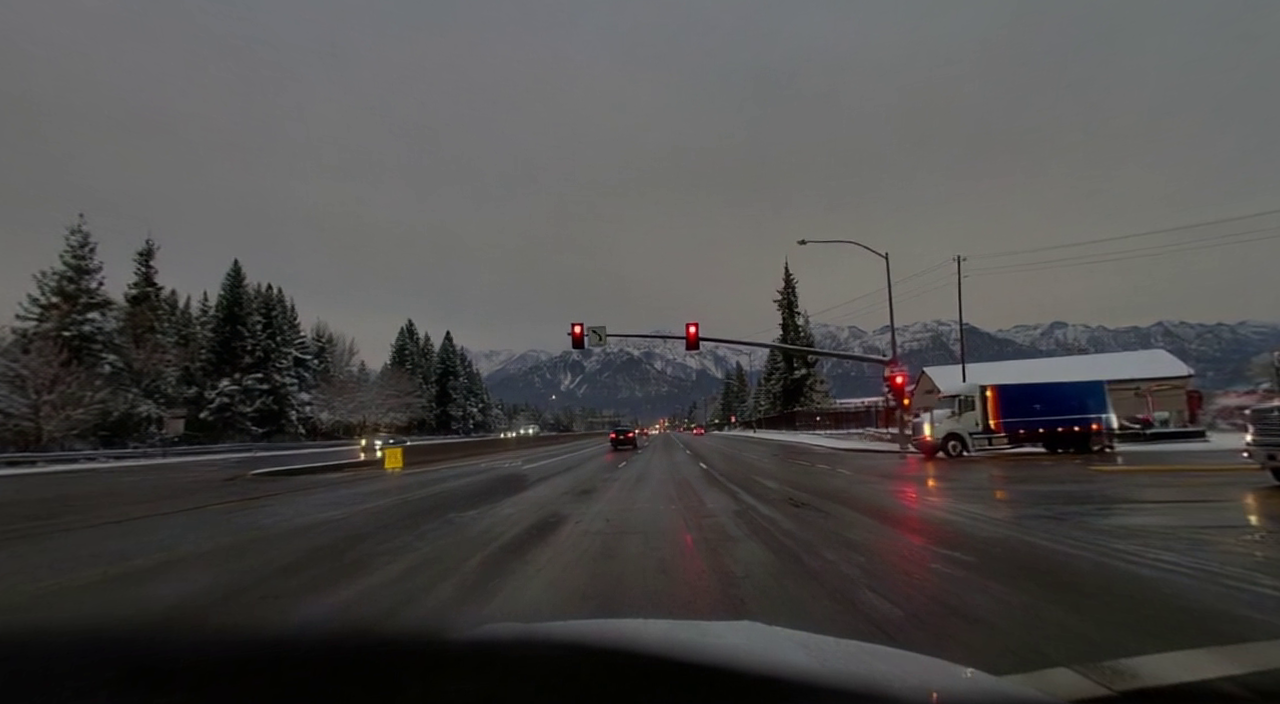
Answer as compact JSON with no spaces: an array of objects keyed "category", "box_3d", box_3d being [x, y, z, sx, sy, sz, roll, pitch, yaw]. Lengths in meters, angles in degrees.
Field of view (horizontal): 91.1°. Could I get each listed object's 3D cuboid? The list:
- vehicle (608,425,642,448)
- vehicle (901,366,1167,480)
[{"category":"vehicle","box_3d":[-1.119,6.731,49.582,2.287,1.712,4.537,-1,-8,4]},{"category":"vehicle","box_3d":[13.001,2.539,21.711,7.088,3.414,3.237,-4,-9,23]}]
